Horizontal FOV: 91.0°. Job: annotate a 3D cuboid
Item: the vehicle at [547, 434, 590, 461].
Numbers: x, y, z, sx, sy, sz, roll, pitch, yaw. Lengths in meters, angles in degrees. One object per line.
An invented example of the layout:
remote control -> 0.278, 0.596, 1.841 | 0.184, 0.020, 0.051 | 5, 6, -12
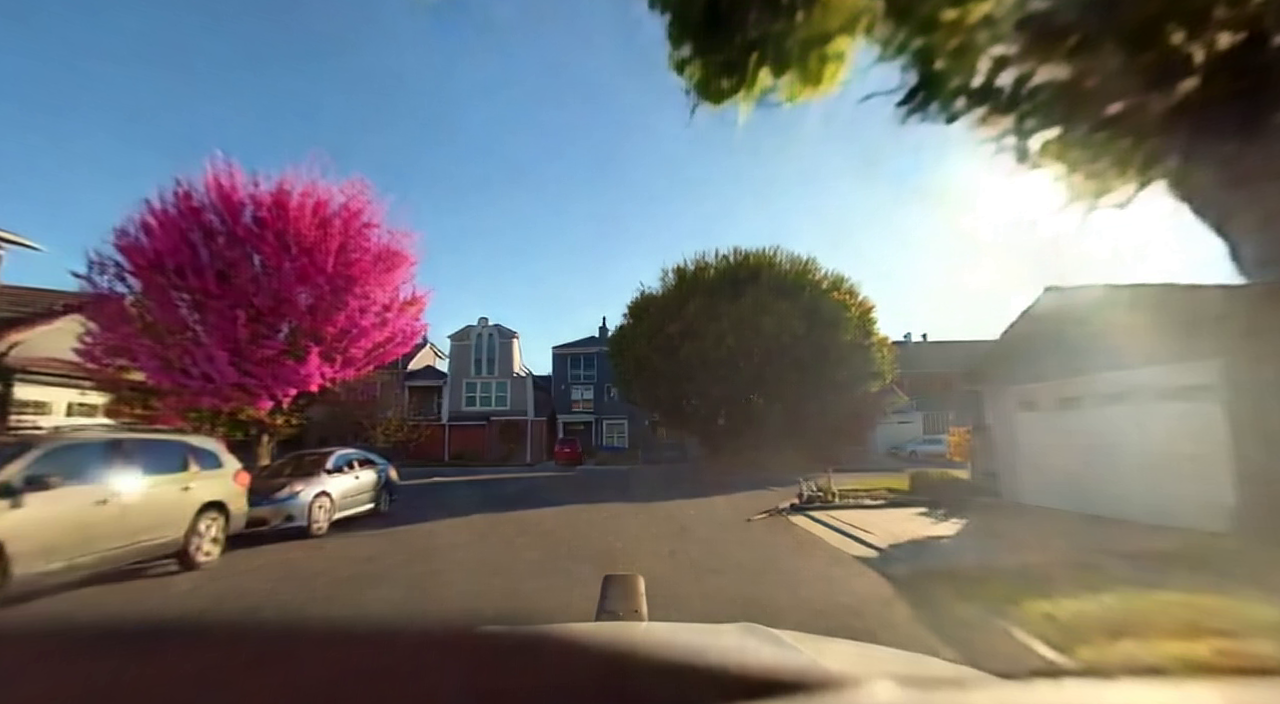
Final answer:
vehicle -> -4.306, 5.844, 38.547 | 1.968, 1.491, 4.486 | 0, -8, 2

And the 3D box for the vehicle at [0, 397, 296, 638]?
vehicle -> -5.804, 1.442, 6.074 | 2.139, 1.783, 4.717 | -1, -8, 2
